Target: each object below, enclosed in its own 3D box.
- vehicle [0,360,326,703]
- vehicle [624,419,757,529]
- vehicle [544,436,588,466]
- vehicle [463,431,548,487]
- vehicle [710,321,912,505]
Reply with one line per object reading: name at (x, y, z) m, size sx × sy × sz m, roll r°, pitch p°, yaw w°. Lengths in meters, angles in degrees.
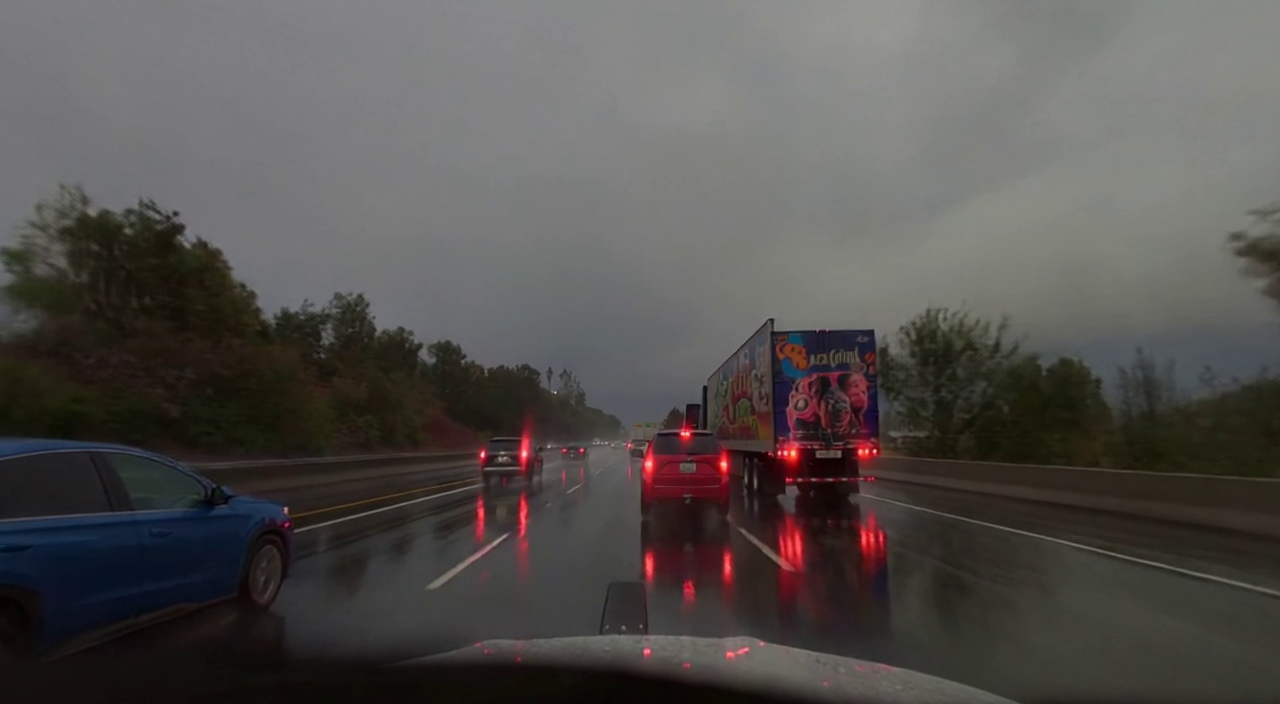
vehicle at (-4.041, 0.991, 3.762) m, size 1.983 × 1.666 × 4.452 m, roll 0°, pitch -8°, yaw 0°
vehicle at (0.725, 2.115, 11.412) m, size 2.017 × 1.662 × 3.543 m, roll 0°, pitch -8°, yaw -1°
vehicle at (-4.351, 5.934, 37.790) m, size 2.014 × 1.683 × 4.275 m, roll 0°, pitch -8°, yaw 1°
vehicle at (-4.244, 3.423, 20.492) m, size 1.905 × 1.642 × 3.803 m, roll 0°, pitch -8°, yaw 1°
vehicle at (4.548, 2.334, 21.082) m, size 2.828 × 4.081 × 14.220 m, roll 0°, pitch -8°, yaw 0°
